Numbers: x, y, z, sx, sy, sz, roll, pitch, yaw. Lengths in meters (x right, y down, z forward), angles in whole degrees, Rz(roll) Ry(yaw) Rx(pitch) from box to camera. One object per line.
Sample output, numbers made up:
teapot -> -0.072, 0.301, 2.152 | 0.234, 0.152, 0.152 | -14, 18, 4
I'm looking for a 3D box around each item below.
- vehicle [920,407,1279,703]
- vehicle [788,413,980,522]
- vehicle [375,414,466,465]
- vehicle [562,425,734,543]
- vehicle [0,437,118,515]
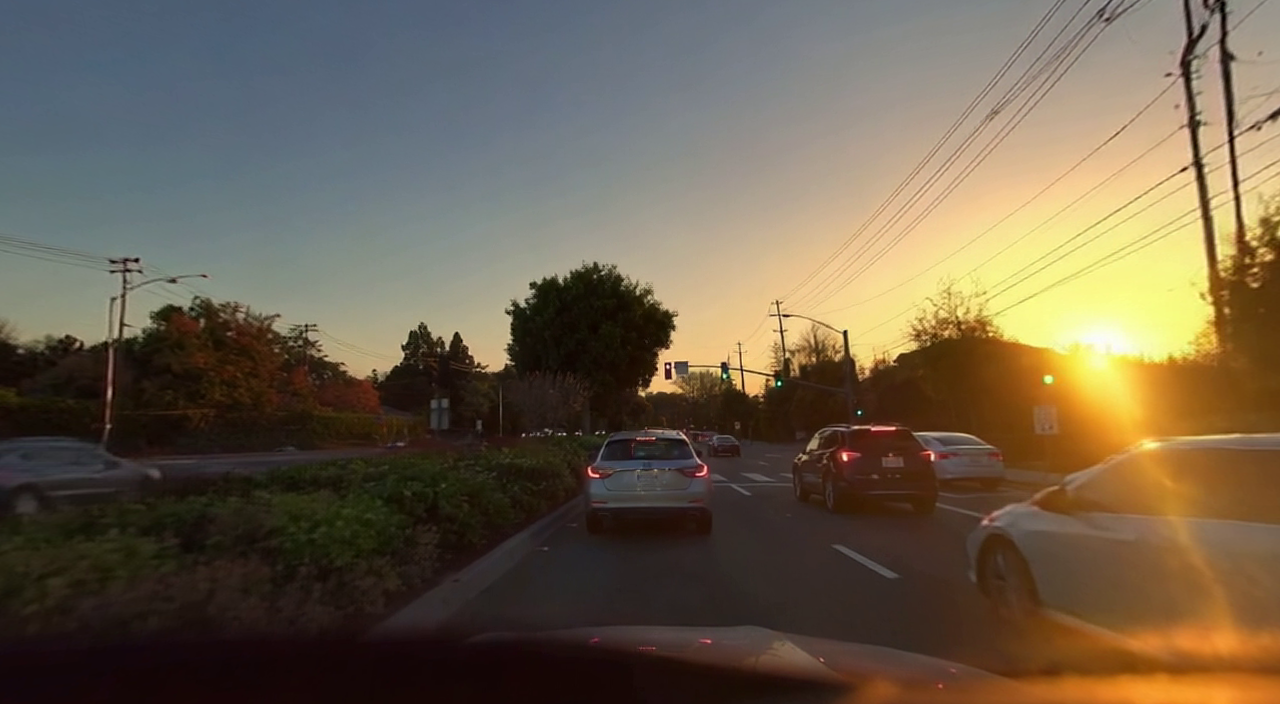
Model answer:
vehicle -> 3.548, 1.091, 3.426 | 2.028, 1.454, 4.531 | 0, -8, 1
vehicle -> 4.476, 2.197, 12.442 | 2.140, 1.753, 4.256 | 0, -8, 1
vehicle -> -15.666, 6.430, 45.848 | 2.934, 3.328, 8.716 | -1, -8, 4
vehicle -> 0.128, 2.030, 10.354 | 2.208, 1.498, 4.401 | 0, -8, 1
vehicle -> -17.556, 3.265, 16.703 | 2.262, 1.967, 5.814 | -1, -8, 3
